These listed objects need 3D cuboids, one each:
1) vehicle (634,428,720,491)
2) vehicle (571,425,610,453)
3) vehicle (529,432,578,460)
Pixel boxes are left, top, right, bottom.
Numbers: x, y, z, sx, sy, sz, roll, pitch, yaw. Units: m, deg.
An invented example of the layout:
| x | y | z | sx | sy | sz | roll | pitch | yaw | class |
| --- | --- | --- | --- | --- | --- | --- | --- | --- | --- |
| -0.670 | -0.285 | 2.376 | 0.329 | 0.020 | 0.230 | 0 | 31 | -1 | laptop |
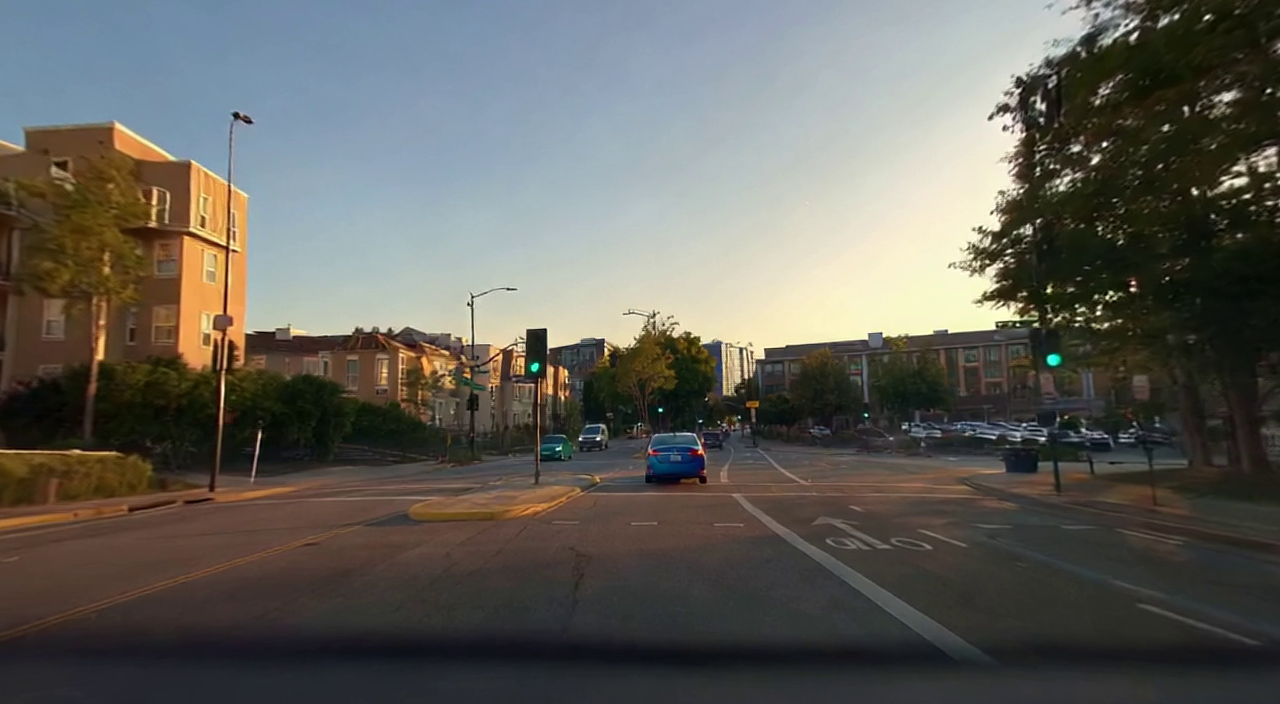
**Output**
| x | y | z | sx | sy | sz | roll | pitch | yaw | class |
| --- | --- | --- | --- | --- | --- | --- | --- | --- | --- |
| 0.969 | 2.714 | 16.393 | 1.950 | 1.401 | 4.159 | -1 | -8 | 4 | vehicle |
| -3.830 | 6.863 | 49.776 | 2.310 | 2.045 | 4.763 | -1 | -8 | 5 | vehicle |
| -4.910 | 5.392 | 36.183 | 1.884 | 1.509 | 4.416 | -1 | -8 | 5 | vehicle |
